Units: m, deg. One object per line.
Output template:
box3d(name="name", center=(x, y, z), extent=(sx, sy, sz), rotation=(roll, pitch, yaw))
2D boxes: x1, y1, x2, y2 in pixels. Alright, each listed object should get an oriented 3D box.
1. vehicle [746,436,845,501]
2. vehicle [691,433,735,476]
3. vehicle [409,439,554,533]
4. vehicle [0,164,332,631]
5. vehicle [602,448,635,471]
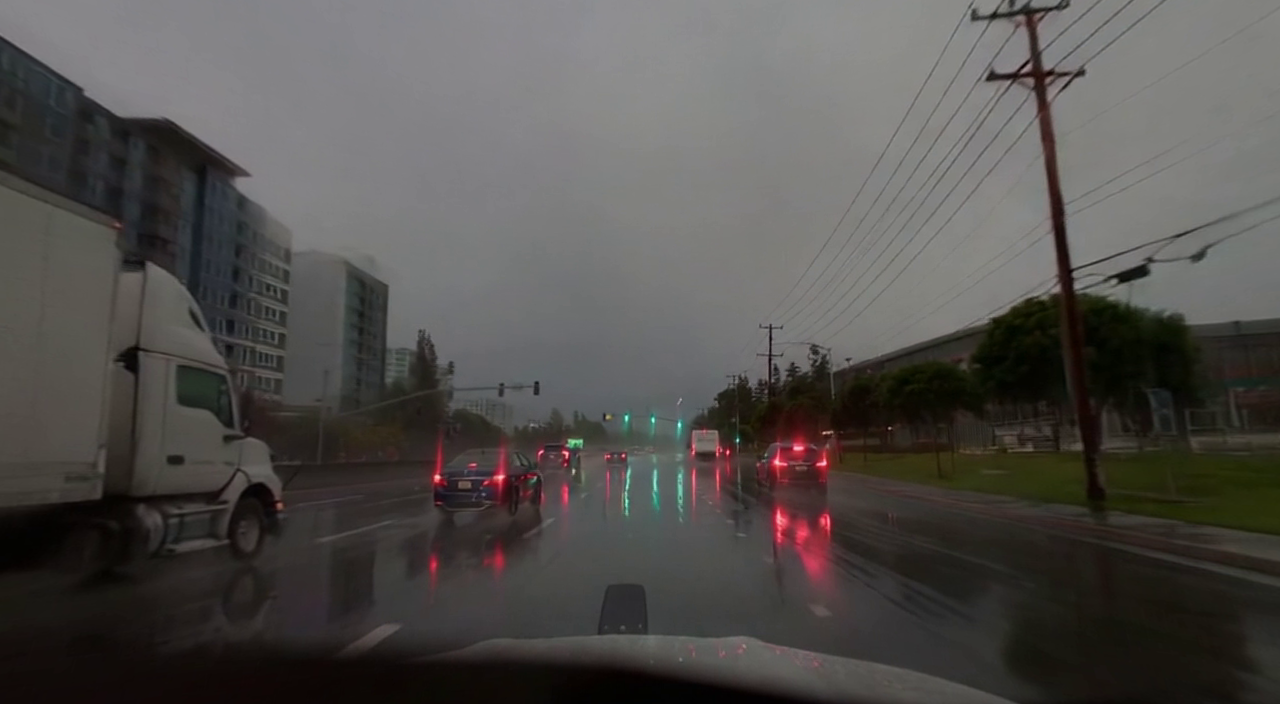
box3d(name="vehicle", center=(5.058, 3.842, 21.163), extent=(2.283, 1.923, 4.427), rotation=(0, -9, 1))
box3d(name="vehicle", center=(4.331, 6.211, 38.272), extent=(2.457, 2.440, 5.486), rotation=(-1, -9, 4))
box3d(name="vehicle", center=(-3.089, 2.672, 13.086), extent=(1.934, 1.643, 3.718), rotation=(0, -9, 2))
box3d(name="vehicle", center=(-6.381, 0.581, 7.409), extent=(3.239, 4.055, 3.881), rotation=(0, -9, 1))
box3d(name="vehicle", center=(-1.538, 7.786, 45.626), extent=(1.984, 1.567, 4.311), rotation=(-1, -9, 4))
